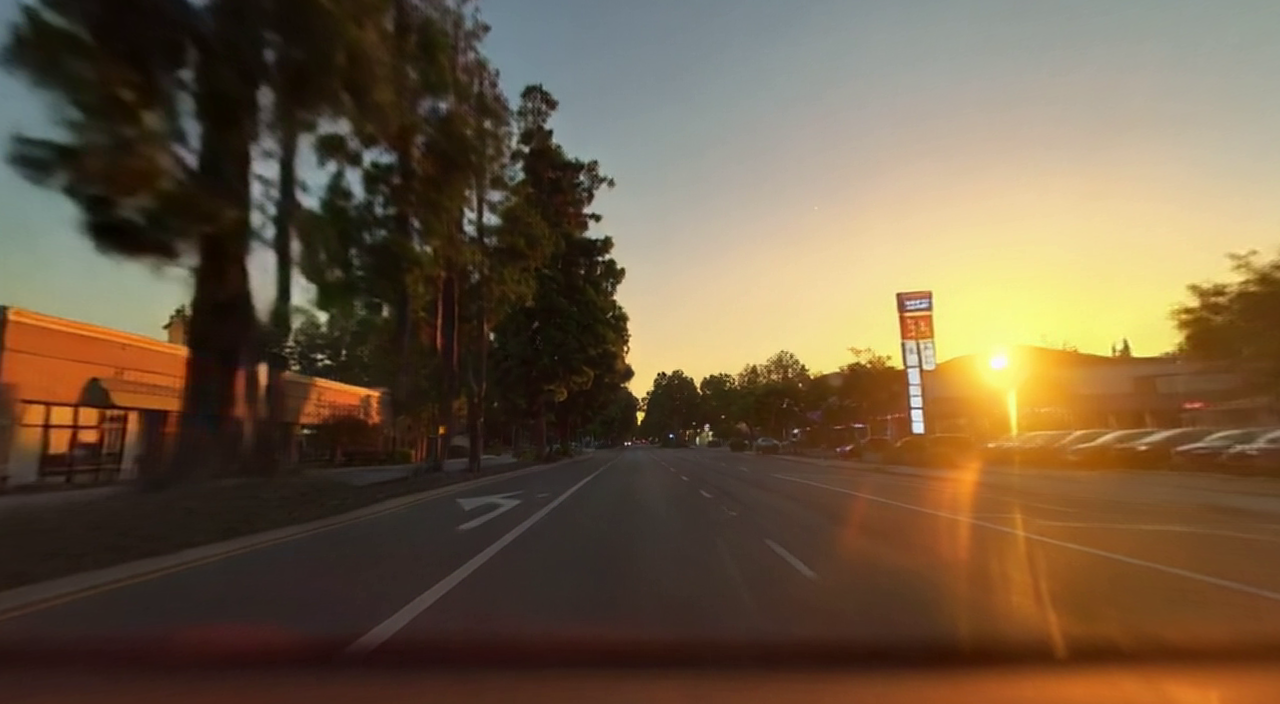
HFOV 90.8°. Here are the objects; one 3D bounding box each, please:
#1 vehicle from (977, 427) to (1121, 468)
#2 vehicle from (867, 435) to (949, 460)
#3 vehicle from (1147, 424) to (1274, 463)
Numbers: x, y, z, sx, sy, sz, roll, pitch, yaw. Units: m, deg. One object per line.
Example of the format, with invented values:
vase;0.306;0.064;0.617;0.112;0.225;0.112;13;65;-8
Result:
vehicle;17.979;4.218;27.943;4.935;1.753;1.958;0;-8;1
vehicle;17.088;6.082;40.364;4.324;1.536;1.947;0;-8;-1
vehicle;28.041;4.538;31.318;1.931;1.784;4.813;0;-8;2
